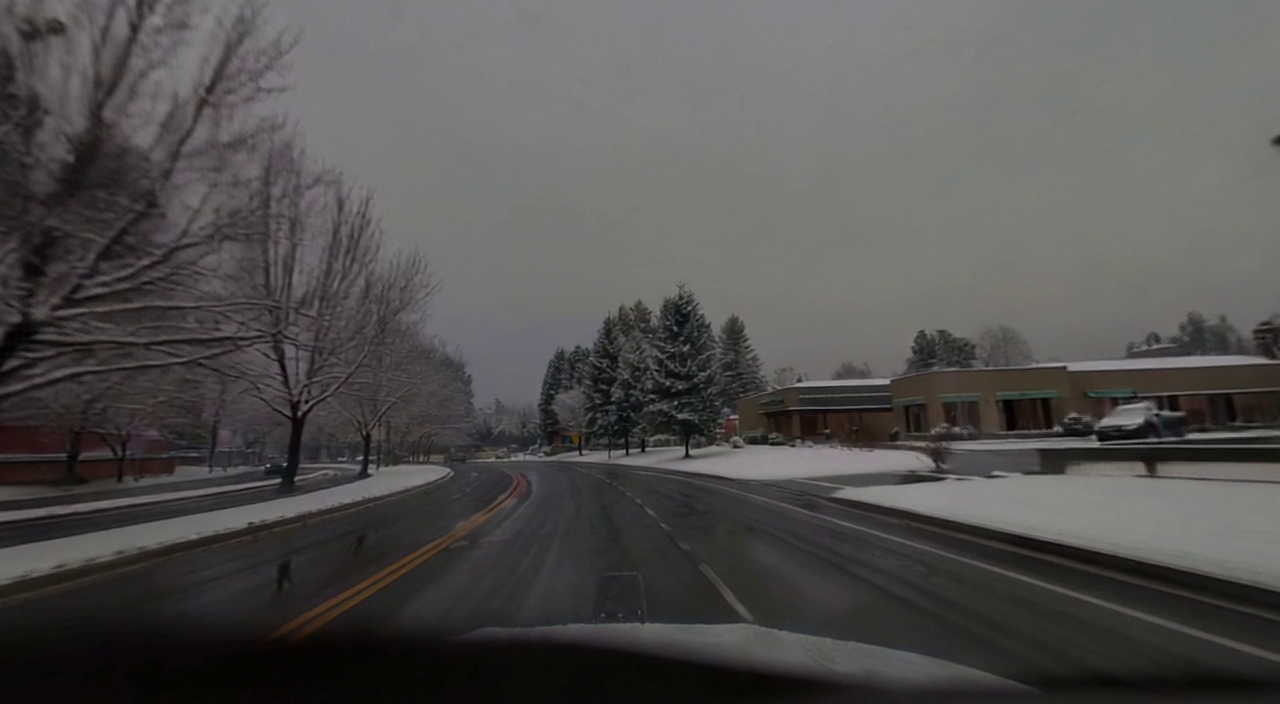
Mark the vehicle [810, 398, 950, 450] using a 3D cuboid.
[{"bbox_3d":[14.195,4.474,38.087,2.757,2.765,7.526,6,-11,-35],"label":"vehicle"}]

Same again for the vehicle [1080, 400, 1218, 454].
[{"bbox_3d":[19.734,2.967,24.478,4.802,1.900,2.373,5,-10,-30],"label":"vehicle"}]
